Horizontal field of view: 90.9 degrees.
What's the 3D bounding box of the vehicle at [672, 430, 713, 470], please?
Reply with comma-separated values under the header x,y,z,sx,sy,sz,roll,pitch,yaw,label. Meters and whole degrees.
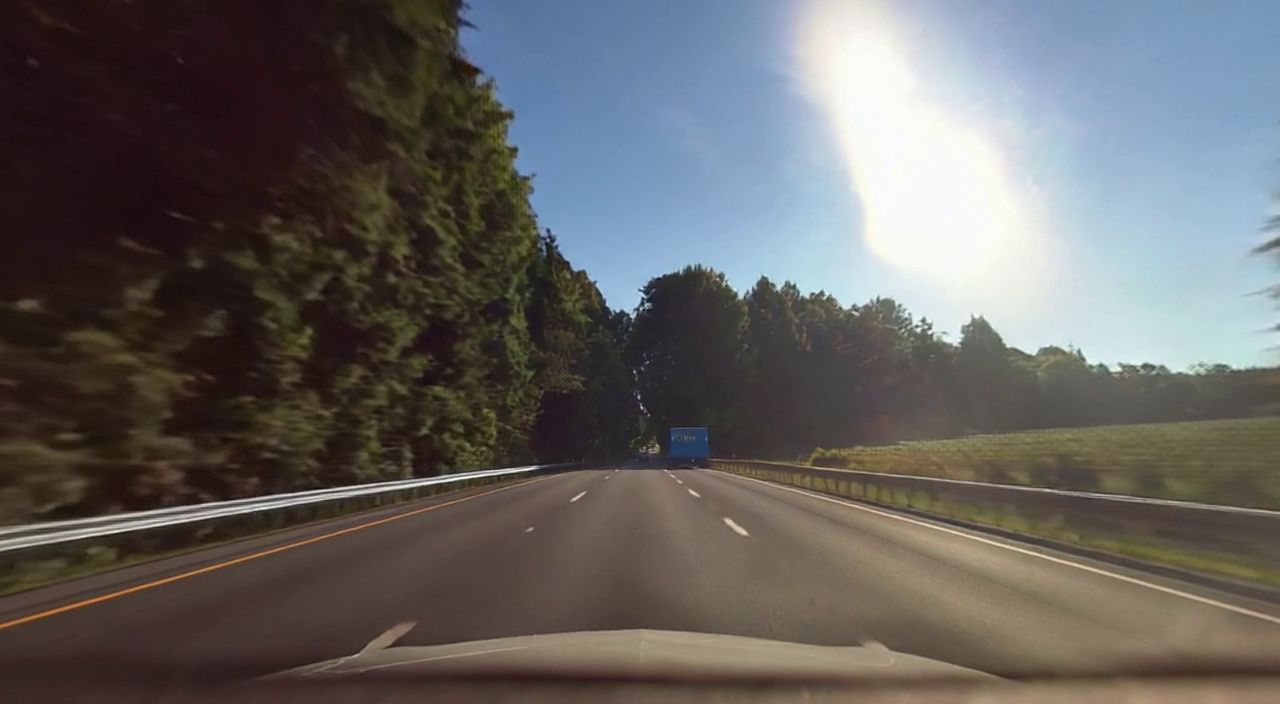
x,y,z,sx,sy,sz,roll,pitch,yaw,label
3.858,7.426,47.519,2.572,2.795,5.978,0,-9,-1,vehicle
